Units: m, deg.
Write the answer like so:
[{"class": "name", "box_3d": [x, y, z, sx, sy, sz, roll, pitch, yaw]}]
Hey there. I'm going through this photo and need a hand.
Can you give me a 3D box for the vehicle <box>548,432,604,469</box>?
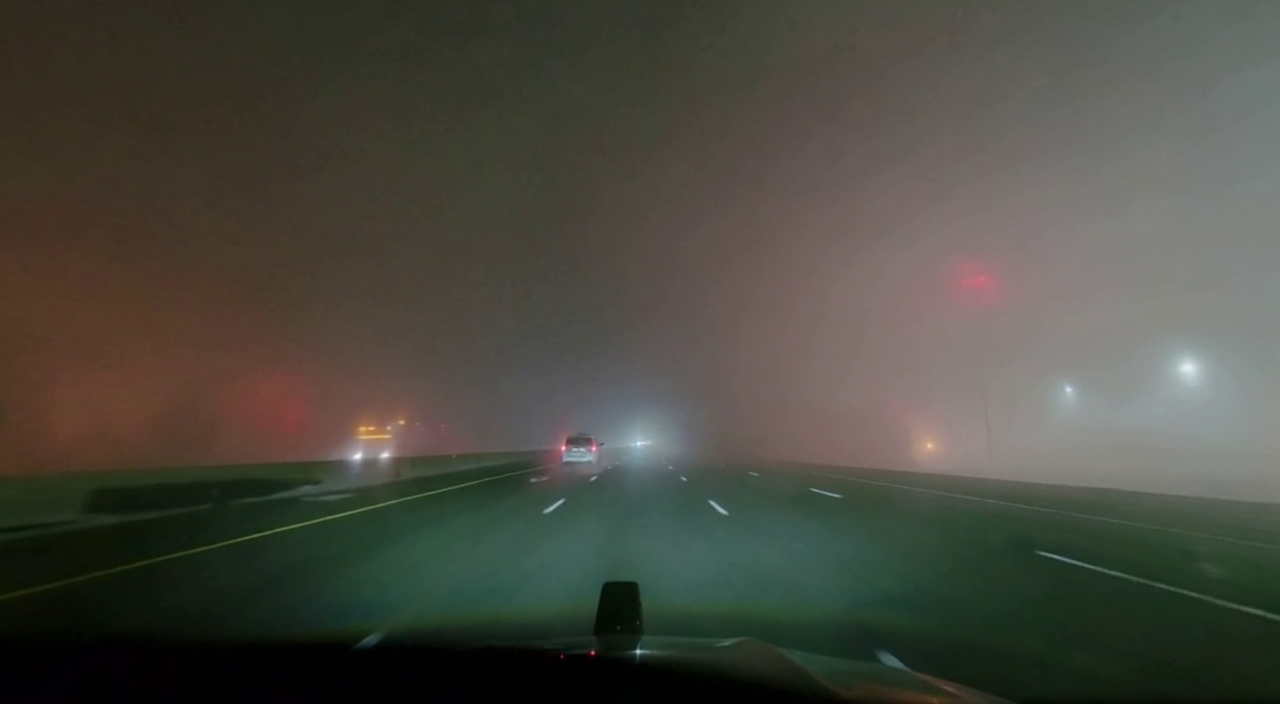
[{"class": "vehicle", "box_3d": [-3.571, 5.611, 36.203, 2.431, 1.928, 5.760, 0, -8, 2]}]
